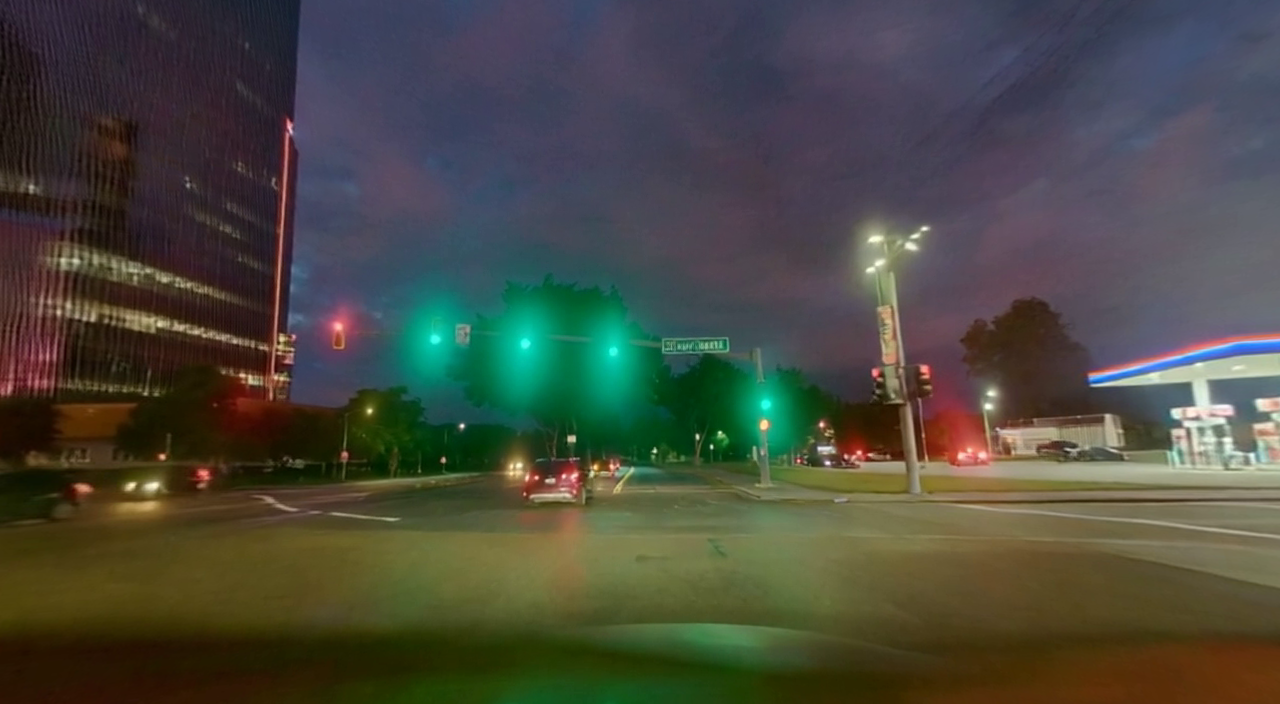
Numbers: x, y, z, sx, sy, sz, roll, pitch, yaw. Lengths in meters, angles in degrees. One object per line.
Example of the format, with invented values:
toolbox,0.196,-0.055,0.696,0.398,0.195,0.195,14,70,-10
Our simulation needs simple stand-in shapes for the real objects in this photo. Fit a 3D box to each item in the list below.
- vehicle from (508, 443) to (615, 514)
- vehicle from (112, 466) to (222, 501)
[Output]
vehicle,-2.057,3.489,17.941,2.183,1.731,4.338,-1,-9,4
vehicle,-23.540,6.536,31.617,1.822,1.451,4.593,-1,-9,2
